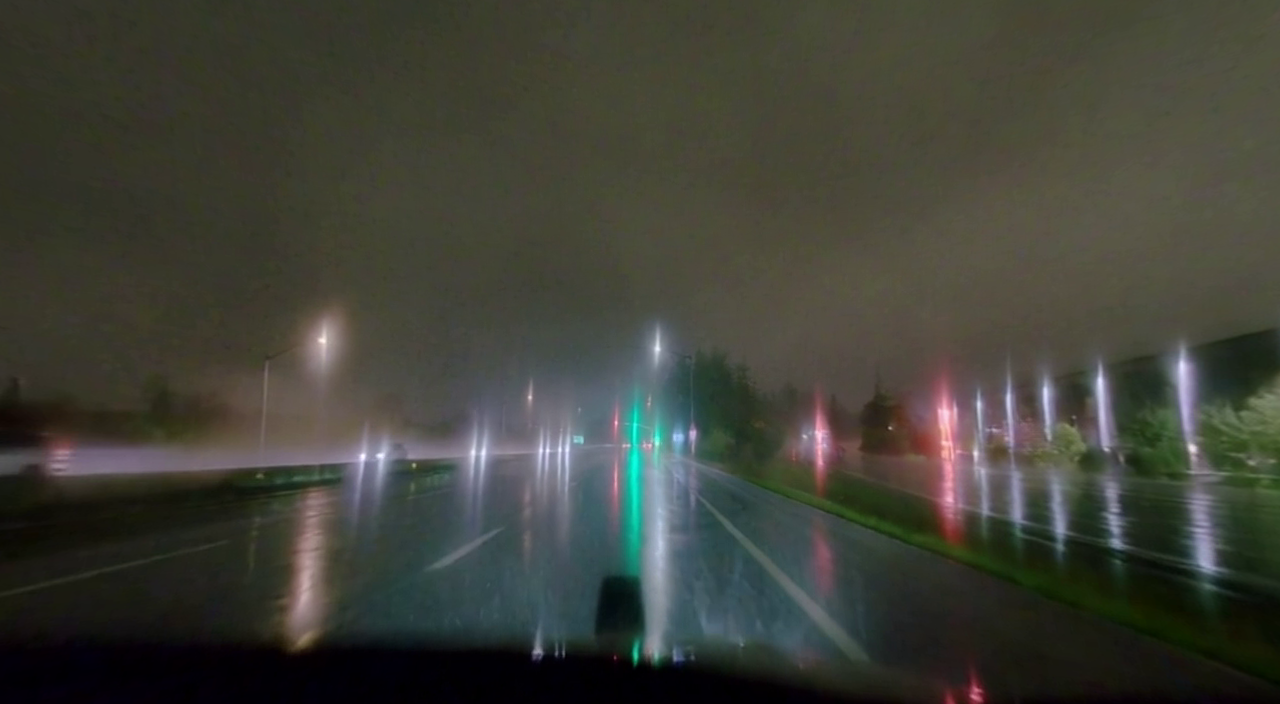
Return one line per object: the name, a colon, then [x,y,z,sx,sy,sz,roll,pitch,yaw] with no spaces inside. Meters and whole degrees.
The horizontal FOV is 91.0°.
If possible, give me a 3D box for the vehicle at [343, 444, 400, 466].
vehicle: [-19.298,7.426,45.477,1.982,1.495,4.441,0,-9,2]
